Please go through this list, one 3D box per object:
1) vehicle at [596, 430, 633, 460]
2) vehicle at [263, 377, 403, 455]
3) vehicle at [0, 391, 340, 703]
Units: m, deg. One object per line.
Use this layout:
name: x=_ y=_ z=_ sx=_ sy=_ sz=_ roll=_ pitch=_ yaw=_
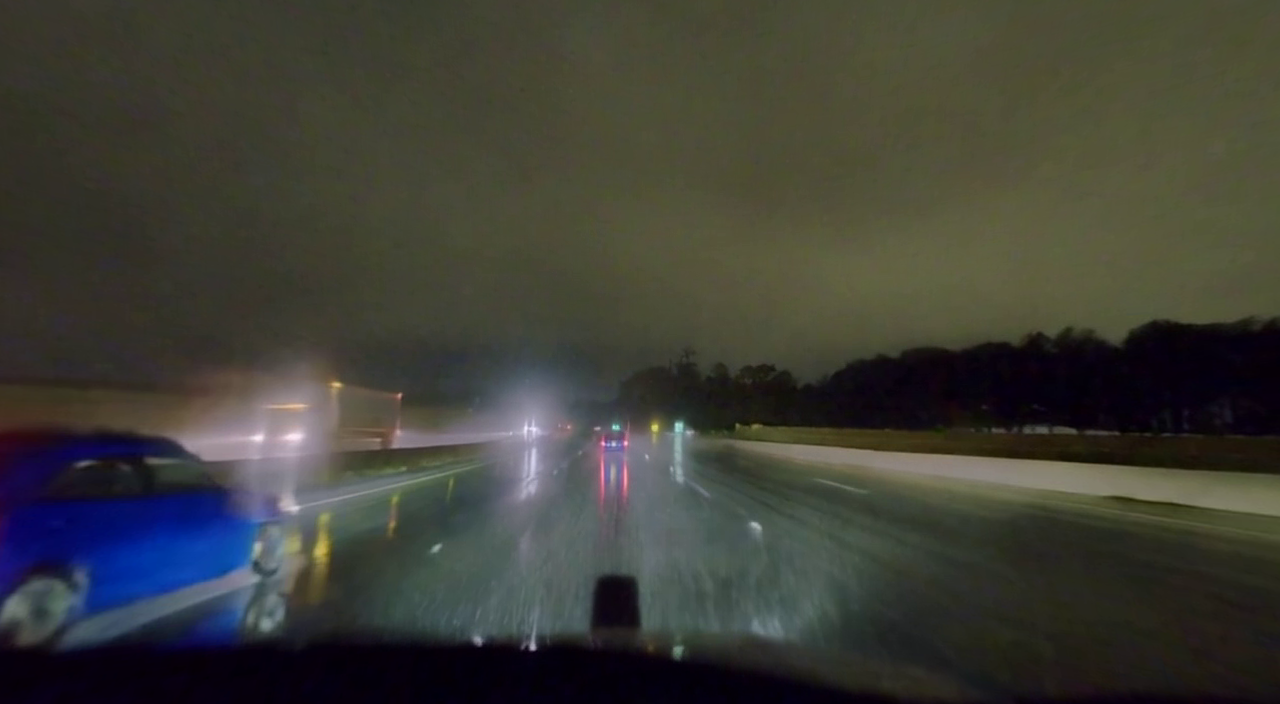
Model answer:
vehicle: x=-1.461 y=5.220 z=35.612 sx=1.997 sy=1.589 sz=4.179 roll=0 pitch=-8 yaw=-3
vehicle: x=-17.700 y=4.017 z=37.780 sx=2.982 sy=3.955 sz=11.838 roll=0 pitch=-8 yaw=-3
vehicle: x=-4.085 y=1.072 z=3.781 sx=2.141 sy=1.534 sz=5.099 roll=0 pitch=-8 yaw=-1
